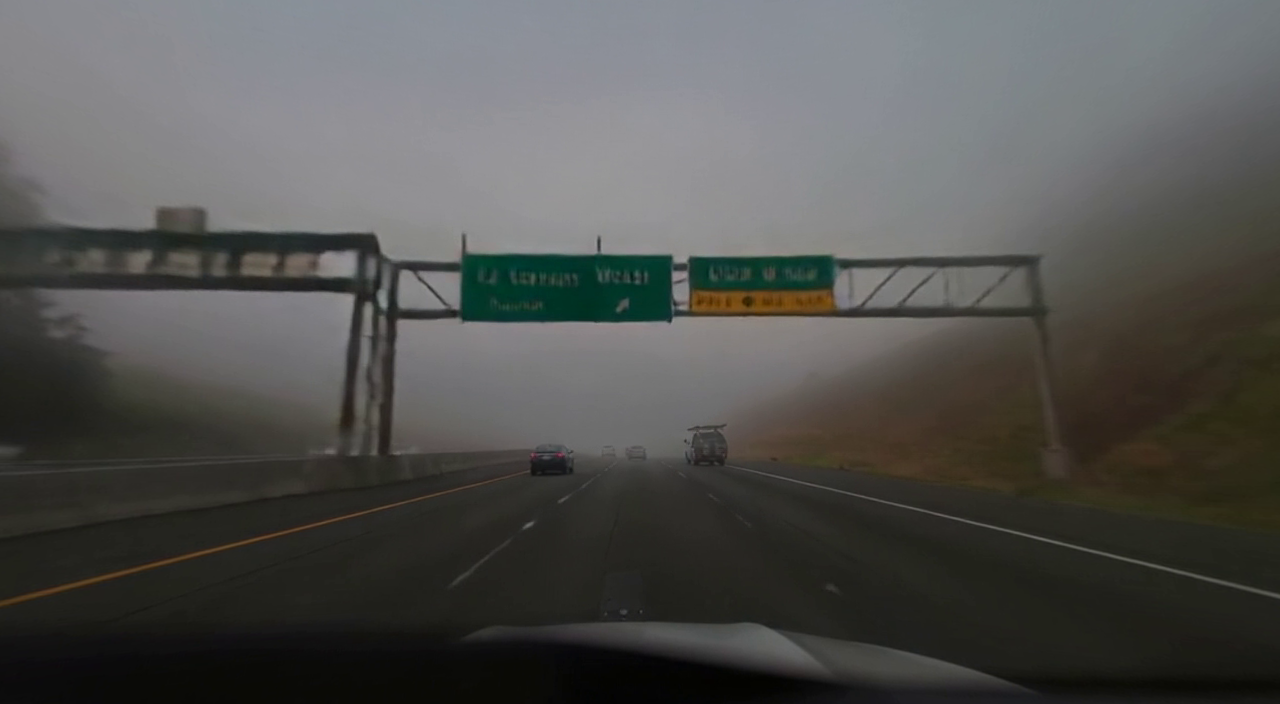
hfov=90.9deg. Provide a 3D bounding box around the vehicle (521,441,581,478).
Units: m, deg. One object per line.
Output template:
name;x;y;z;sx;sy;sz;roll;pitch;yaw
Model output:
vehicle;-3.936;4.881;28.725;2.054;1.529;4.368;0;-9;1

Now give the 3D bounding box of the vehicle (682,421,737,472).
vehicle;3.852;5.402;36.025;2.361;2.636;5.684;0;-9;-1
